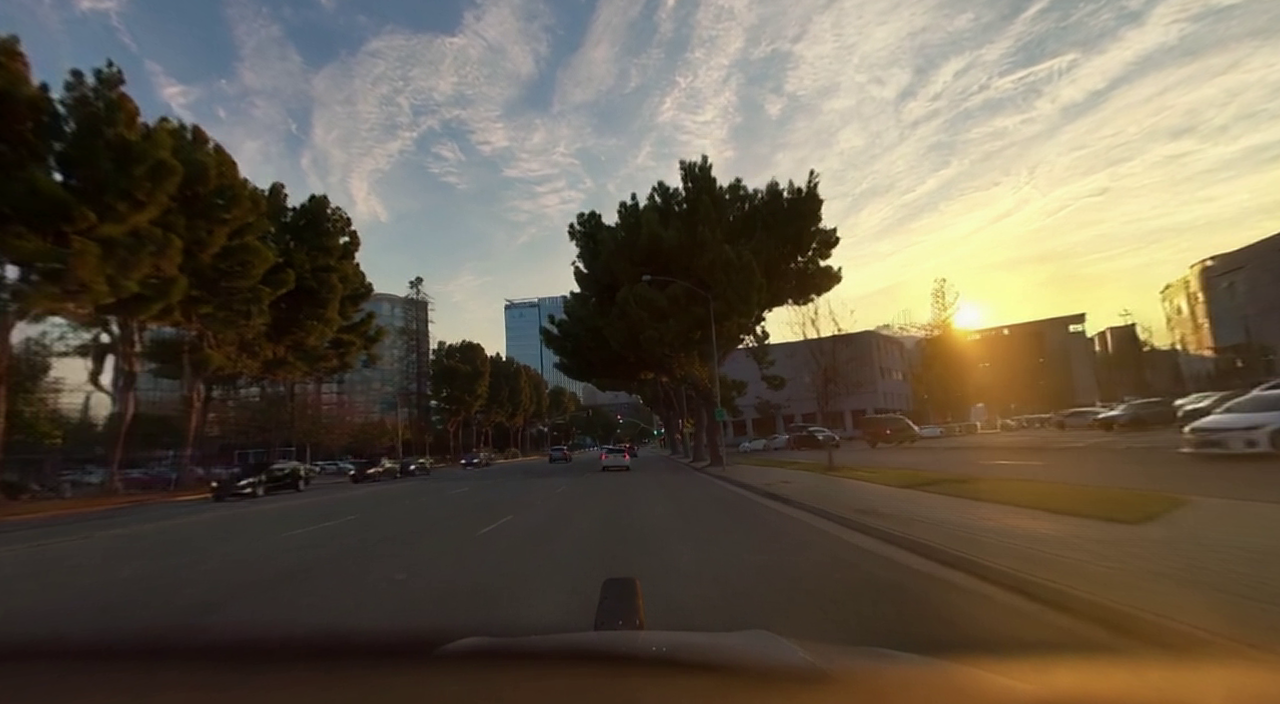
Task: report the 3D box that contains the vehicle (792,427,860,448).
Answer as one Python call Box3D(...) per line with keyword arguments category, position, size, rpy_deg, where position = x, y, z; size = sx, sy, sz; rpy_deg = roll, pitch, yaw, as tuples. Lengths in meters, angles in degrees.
Box3D(category="vehicle", position=(13.265, 6.163, 45.340), size=(4.144, 1.407, 2.201), rpy_deg=(0, -8, -2))

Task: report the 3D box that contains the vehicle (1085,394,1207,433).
Box3D(category="vehicle", position=(22.120, 2.779, 27.873), size=(1.870, 1.470, 4.436), rpy_deg=(-1, -8, 3))

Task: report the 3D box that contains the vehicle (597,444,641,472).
Box3D(category="vehicle", position=(-1.112, 6.000, 36.008), size=(2.235, 1.500, 4.420), rpy_deg=(0, -8, 2))

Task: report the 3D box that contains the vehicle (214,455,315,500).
Box3D(category="vehicle", position=(-17.003, 5.666, 28.881), size=(2.016, 1.598, 4.545), rpy_deg=(-4, -8, -2))

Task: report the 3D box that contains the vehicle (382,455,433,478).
Box3D(category="vehicle", position=(-17.007, 8.365, 46.491), size=(1.985, 1.471, 4.797), rpy_deg=(0, -8, 0))

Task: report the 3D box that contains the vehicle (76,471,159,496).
Box3D(category="vehicle", position=(-39.338, 9.874, 47.644), size=(4.429, 1.486, 1.942), rpy_deg=(2, -4, -3))

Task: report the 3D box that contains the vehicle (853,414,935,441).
Box3D(category="vehicle", position=(15.123, 4.556, 37.780), size=(3.956, 1.504, 2.170), rpy_deg=(2, -8, -9))

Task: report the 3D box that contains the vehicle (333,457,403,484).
Box3D(category="vehicle", position=(-16.509, 7.184, 38.632), size=(2.058, 1.459, 4.704), rpy_deg=(0, -8, 1))

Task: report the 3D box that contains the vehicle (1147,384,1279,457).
Box3D(category="vehicle", position=(14.483, 1.511, 13.704), size=(5.047, 1.461, 2.133), rpy_deg=(0, -8, 1))
